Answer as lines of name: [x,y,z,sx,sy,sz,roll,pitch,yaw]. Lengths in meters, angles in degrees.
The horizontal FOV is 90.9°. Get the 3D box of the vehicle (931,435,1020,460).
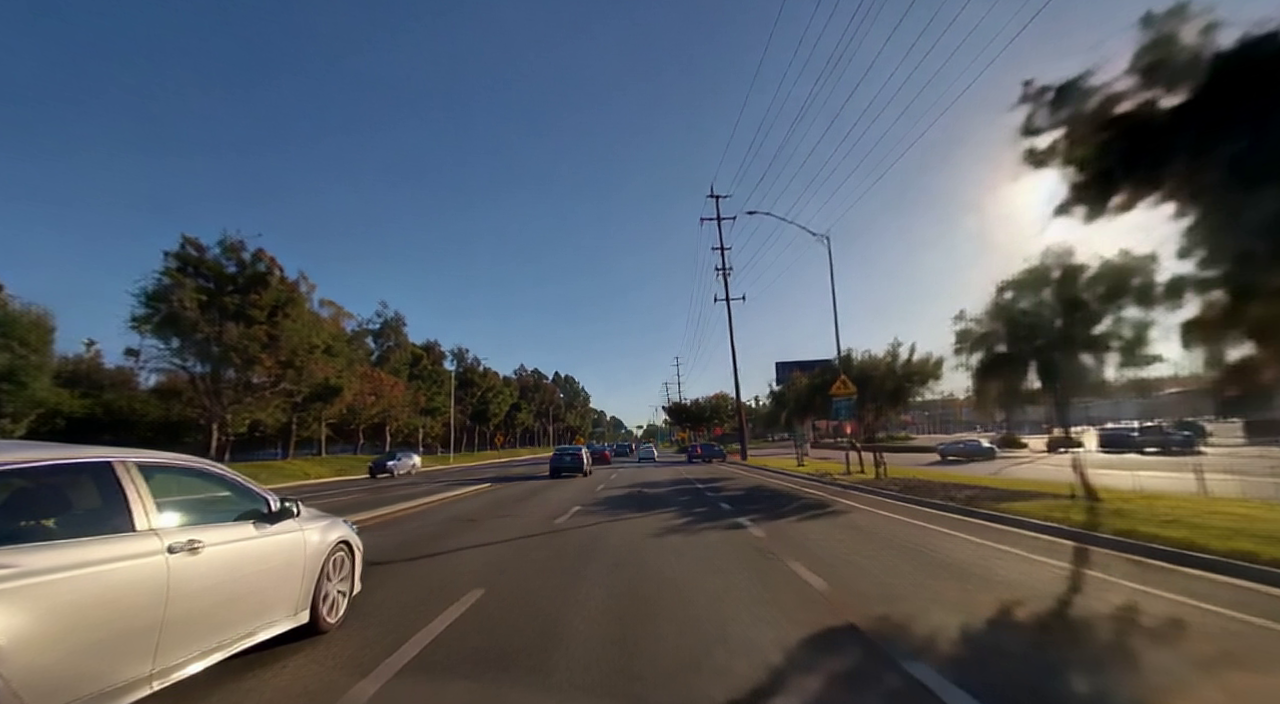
vehicle: [21.114,6.034,39.824,4.392,1.535,2.131,0,-9,0]

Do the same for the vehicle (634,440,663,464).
vehicle: [0.644,7.773,49.113,2.155,1.781,3.977,0,-8,1]

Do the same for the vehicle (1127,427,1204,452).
vehicle: [34.352,5.719,41.168,4.632,1.533,2.015,4,-10,-27]

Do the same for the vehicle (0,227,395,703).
vehicle: [-3.111,0.625,1.928,2.381,1.961,5.563,0,-9,1]

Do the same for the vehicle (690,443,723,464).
vehicle: [5.024,7.575,47.195,2.062,1.541,4.420,-2,-9,11]

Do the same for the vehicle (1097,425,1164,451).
vehicle: [34.954,6.114,44.867,4.347,1.761,2.002,4,-10,-28]

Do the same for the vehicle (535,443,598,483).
vehicle: [-2.820,4.373,25.193,1.982,1.451,4.152,0,-8,1]
